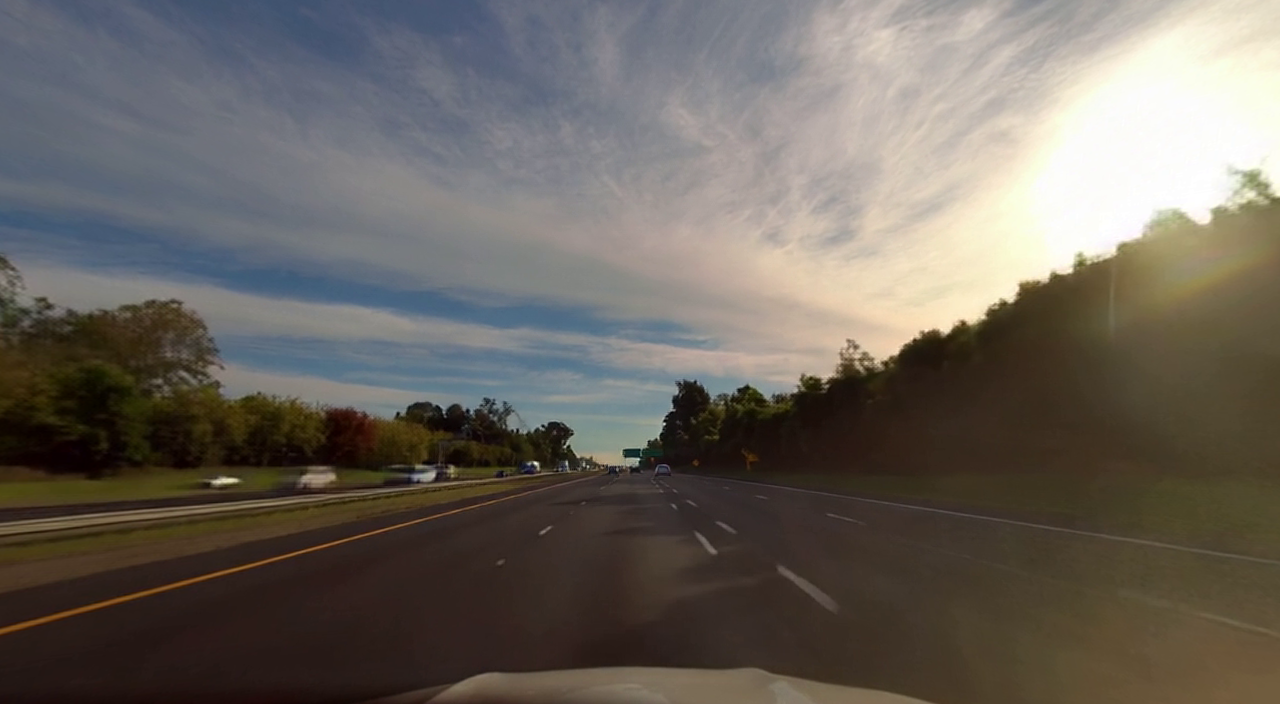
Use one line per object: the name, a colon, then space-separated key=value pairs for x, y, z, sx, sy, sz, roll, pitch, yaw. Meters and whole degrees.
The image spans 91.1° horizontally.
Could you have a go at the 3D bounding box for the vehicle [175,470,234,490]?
vehicle: x=-33.987 y=9.972 z=49.153 sx=1.873 sy=1.469 sz=3.833 roll=1 pitch=-10 yaw=-1

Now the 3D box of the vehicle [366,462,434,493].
vehicle: x=-12.453 y=6.538 z=32.900 sx=1.905 sy=1.475 sz=4.133 roll=1 pitch=-10 yaw=0

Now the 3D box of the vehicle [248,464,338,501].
vehicle: x=-16.568 y=6.233 z=30.265 sx=1.826 sy=1.568 sz=4.309 roll=1 pitch=-10 yaw=1
